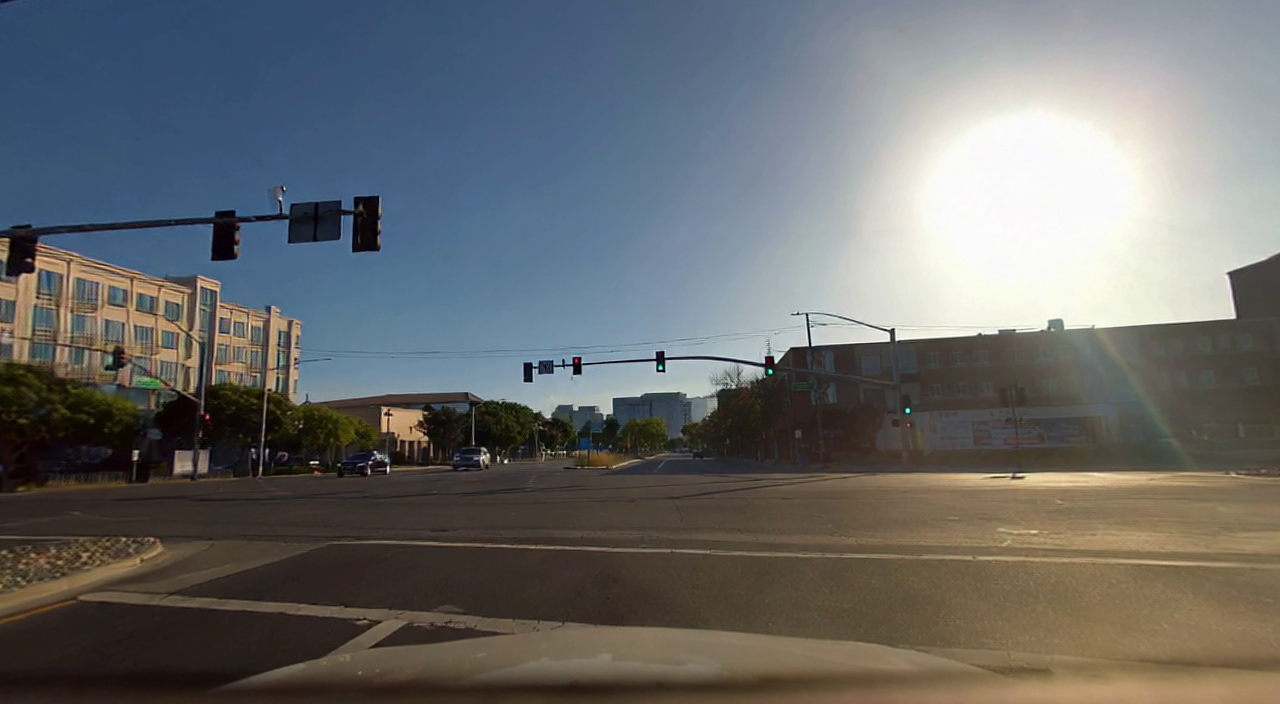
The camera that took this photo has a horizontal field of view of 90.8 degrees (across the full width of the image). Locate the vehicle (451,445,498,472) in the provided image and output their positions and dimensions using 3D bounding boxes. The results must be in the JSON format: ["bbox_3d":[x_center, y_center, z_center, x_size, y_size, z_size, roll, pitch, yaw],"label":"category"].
[{"bbox_3d":[-12.163,7.854,46.670,2.151,1.847,4.634,0,-9,0],"label":"vehicle"}]

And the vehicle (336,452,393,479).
[{"bbox_3d":[-18.850,7.759,43.365,1.933,1.664,4.255,0,-9,1],"label":"vehicle"}]
